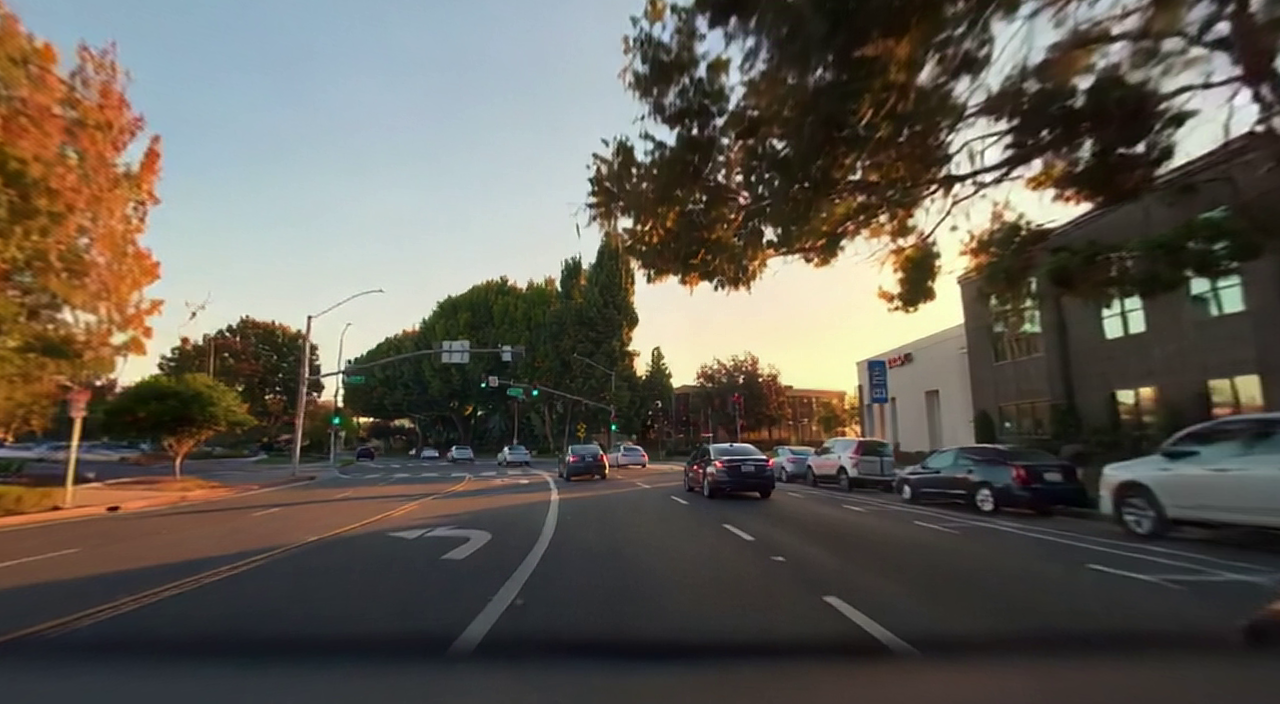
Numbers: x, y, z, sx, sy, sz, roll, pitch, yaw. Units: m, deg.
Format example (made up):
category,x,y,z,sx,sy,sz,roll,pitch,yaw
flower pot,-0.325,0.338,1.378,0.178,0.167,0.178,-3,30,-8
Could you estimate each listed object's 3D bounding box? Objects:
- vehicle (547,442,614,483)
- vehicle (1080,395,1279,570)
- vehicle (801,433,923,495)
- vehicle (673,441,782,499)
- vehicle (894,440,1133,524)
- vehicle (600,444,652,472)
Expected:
category,x,y,z,sx,sy,sz,roll,pitch,yaw
vehicle,-2.607,4.594,26.573,2.308,1.535,4.811,2,-9,-11
vehicle,7.845,1.440,7.054,2.197,1.832,4.762,0,-9,-3
vehicle,6.595,3.366,19.272,1.825,1.646,4.070,1,-9,-7
vehicle,2.369,3.358,18.386,1.984,1.476,4.488,1,-9,-8
vehicle,7.470,2.609,13.311,1.903,1.432,4.514,1,-9,-7
vehicle,-0.896,6.029,36.097,1.957,1.463,4.701,2,-9,-14
